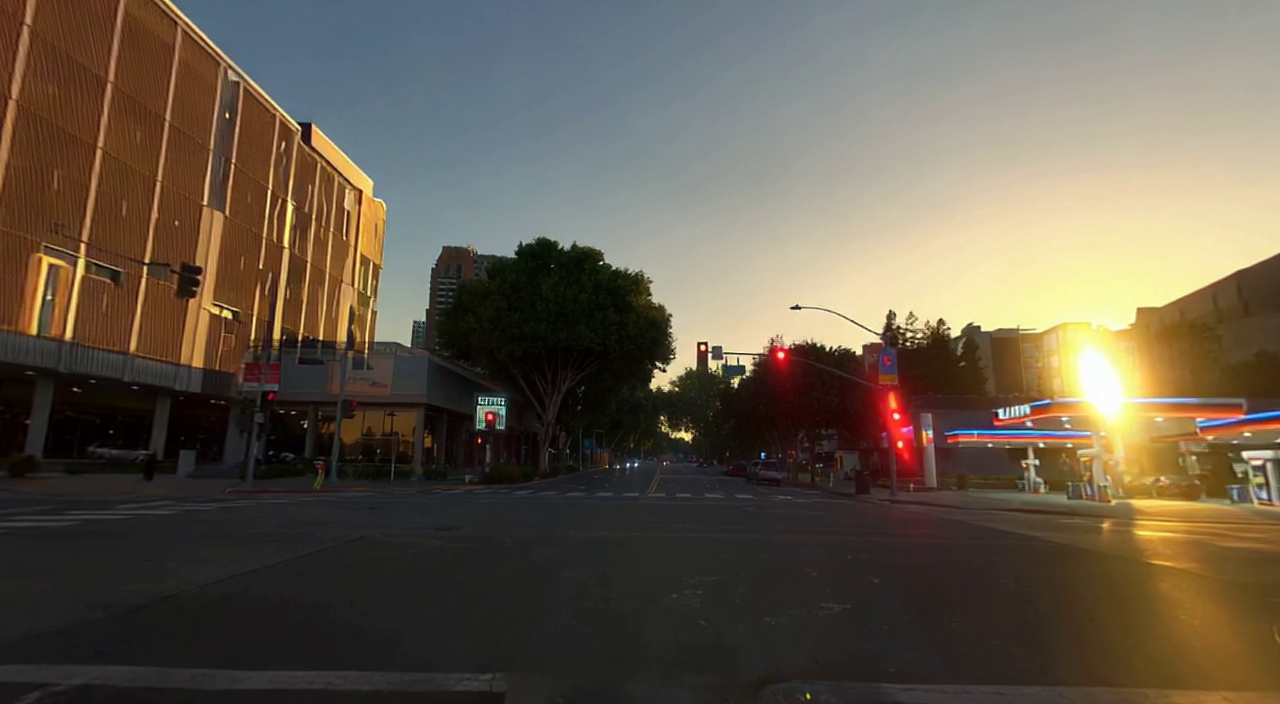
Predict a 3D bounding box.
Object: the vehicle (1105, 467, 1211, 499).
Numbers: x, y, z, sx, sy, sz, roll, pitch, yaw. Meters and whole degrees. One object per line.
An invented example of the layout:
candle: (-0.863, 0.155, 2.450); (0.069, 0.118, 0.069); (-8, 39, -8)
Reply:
vehicle: (28.019, 7.058, 34.318); (1.897, 1.466, 4.211); (1, -8, -6)
